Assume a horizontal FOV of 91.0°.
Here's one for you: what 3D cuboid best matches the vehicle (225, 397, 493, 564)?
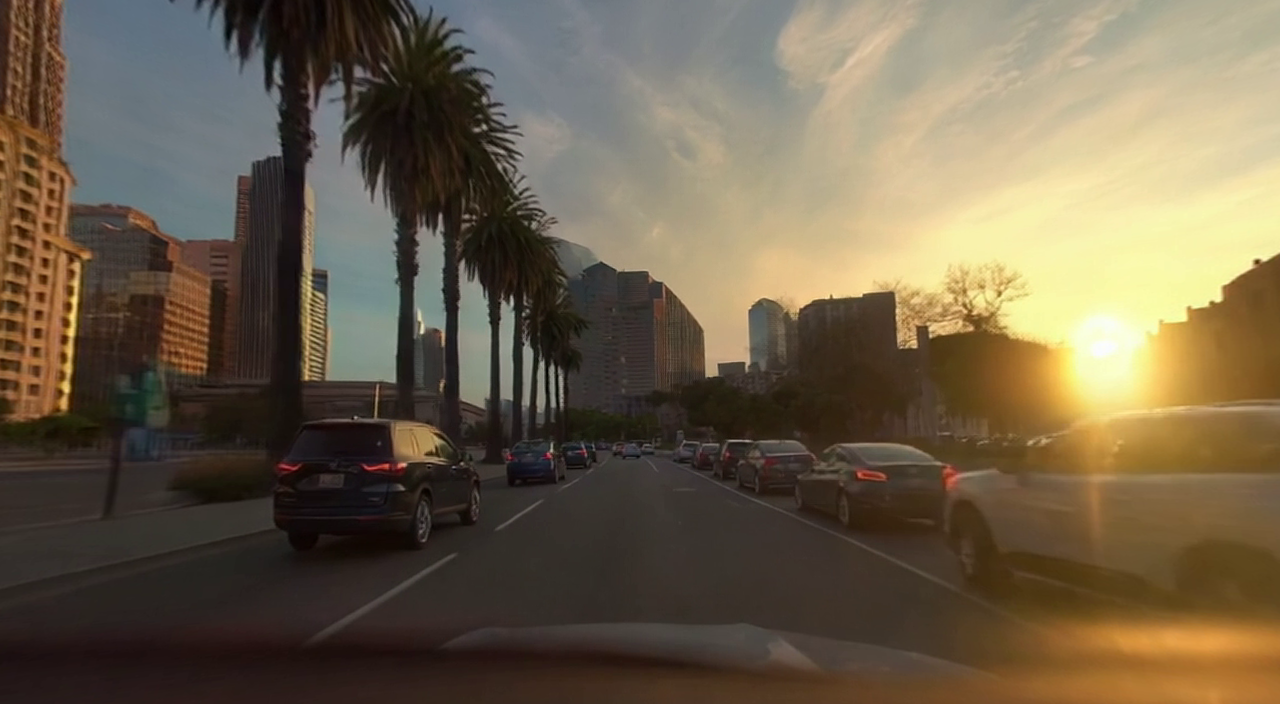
[{"bbox_3d":[-3.540,1.700,8.978,1.800,1.797,4.224,0,-8,1],"label":"vehicle"}]

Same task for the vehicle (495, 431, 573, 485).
[{"bbox_3d":[-3.684,3.766,22.668,2.014,1.740,4.392,0,-8,0],"label":"vehicle"}]

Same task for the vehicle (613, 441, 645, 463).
[{"bbox_3d":[-0.816,6.908,43.512,2.036,1.461,3.890,1,-8,-4],"label":"vehicle"}]

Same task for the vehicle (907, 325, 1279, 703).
[{"bbox_3d":[4.049,1.037,4.388,2.035,1.902,5.079,0,-8,-1],"label":"vehicle"}]

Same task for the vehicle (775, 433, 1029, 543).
[{"bbox_3d":[4.019,2.172,10.822,2.138,1.447,4.793,0,-8,-2],"label":"vehicle"}]

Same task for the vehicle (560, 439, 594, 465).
[{"bbox_3d":[-4.227,6.756,42.734,1.955,1.637,4.243,0,-8,-1],"label":"vehicle"}]
